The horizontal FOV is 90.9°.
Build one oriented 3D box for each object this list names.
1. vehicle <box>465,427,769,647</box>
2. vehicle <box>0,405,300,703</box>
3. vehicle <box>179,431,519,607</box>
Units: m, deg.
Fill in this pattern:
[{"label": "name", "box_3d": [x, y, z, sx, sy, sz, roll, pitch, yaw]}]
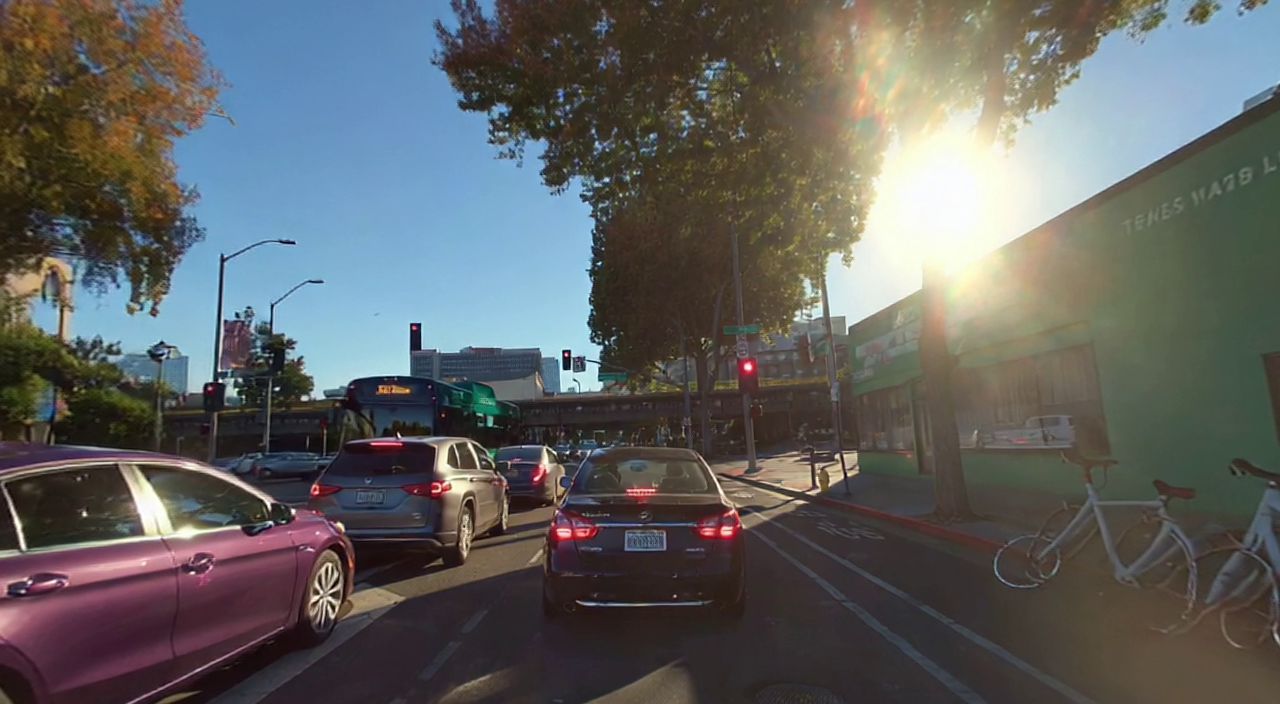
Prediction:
[{"label": "vehicle", "box_3d": [-0.144, 1.523, 6.178, 2.031, 1.461, 3.763, 0, -8, 0]}, {"label": "vehicle", "box_3d": [-3.176, 0.868, 1.728, 1.867, 1.486, 4.452, 0, -8, 2]}, {"label": "vehicle", "box_3d": [-2.917, 1.749, 7.645, 1.944, 1.481, 4.385, 0, -8, 1]}]
